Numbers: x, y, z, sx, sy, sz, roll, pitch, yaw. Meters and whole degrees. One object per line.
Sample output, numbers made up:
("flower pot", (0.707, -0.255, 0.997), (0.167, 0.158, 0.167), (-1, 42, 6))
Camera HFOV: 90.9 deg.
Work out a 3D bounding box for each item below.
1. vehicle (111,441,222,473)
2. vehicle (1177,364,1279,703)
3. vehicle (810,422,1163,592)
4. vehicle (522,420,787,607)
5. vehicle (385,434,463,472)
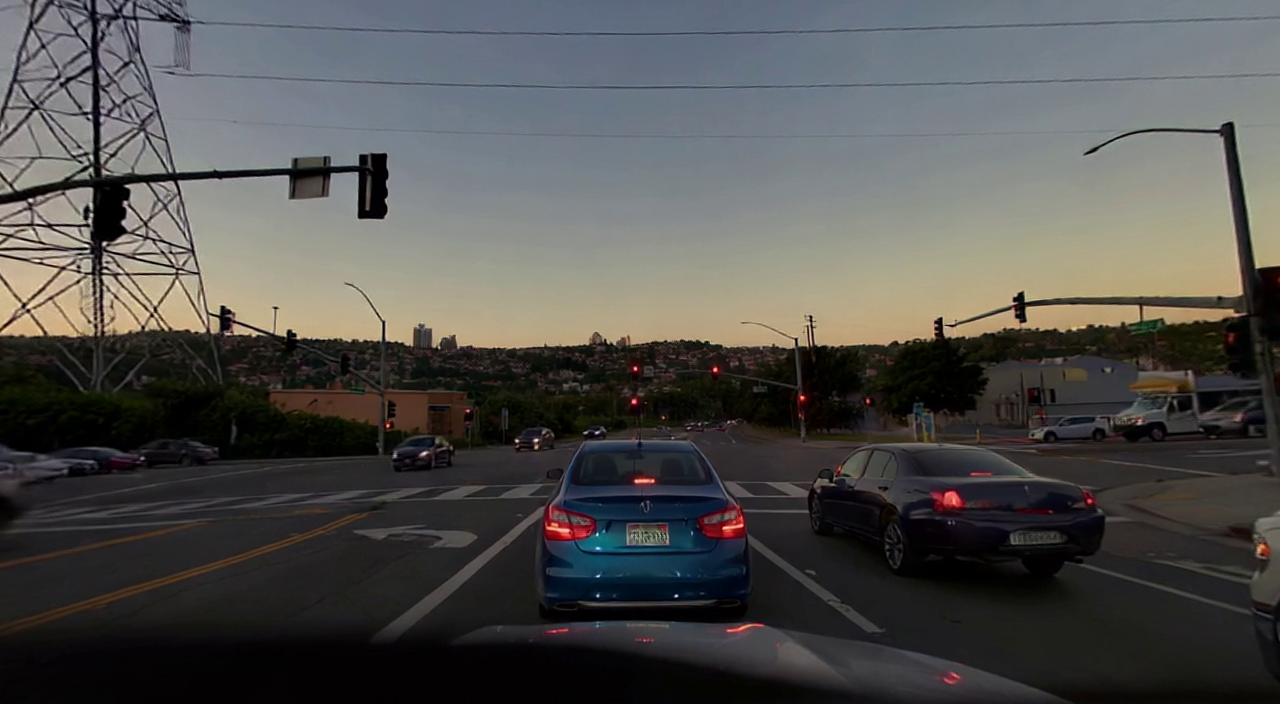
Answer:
("vehicle", (-26.043, 5.770, 34.786), (4.417, 1.637, 1.956), (0, -8, -2))
("vehicle", (3.403, 0.589, 0.630), (1.926, 1.614, 4.330), (0, -8, 1))
("vehicle", (3.643, 1.684, 7.725), (1.835, 1.473, 4.190), (0, -8, -2))
("vehicle", (0.103, 1.597, 7.129), (2.117, 1.474, 4.036), (0, -8, 0))
("vehicle", (-9.622, 4.525, 28.402), (1.910, 1.537, 4.123), (-1, -8, 2))
